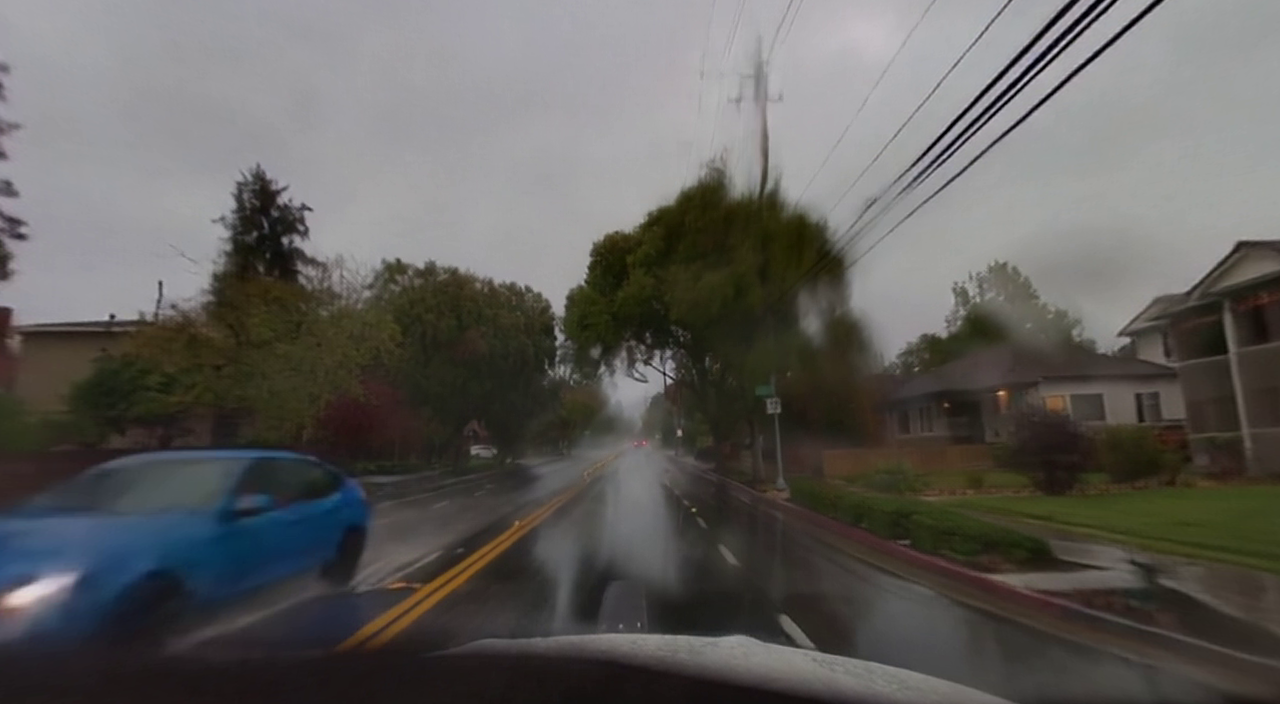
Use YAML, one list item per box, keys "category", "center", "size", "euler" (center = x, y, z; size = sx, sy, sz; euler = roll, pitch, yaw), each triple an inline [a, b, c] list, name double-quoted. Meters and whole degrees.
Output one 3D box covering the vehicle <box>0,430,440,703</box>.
- category: "vehicle"
  center: [-3.454, 1.455, 5.411]
  size: [2.102, 1.463, 4.024]
  euler: [0, -8, 1]
